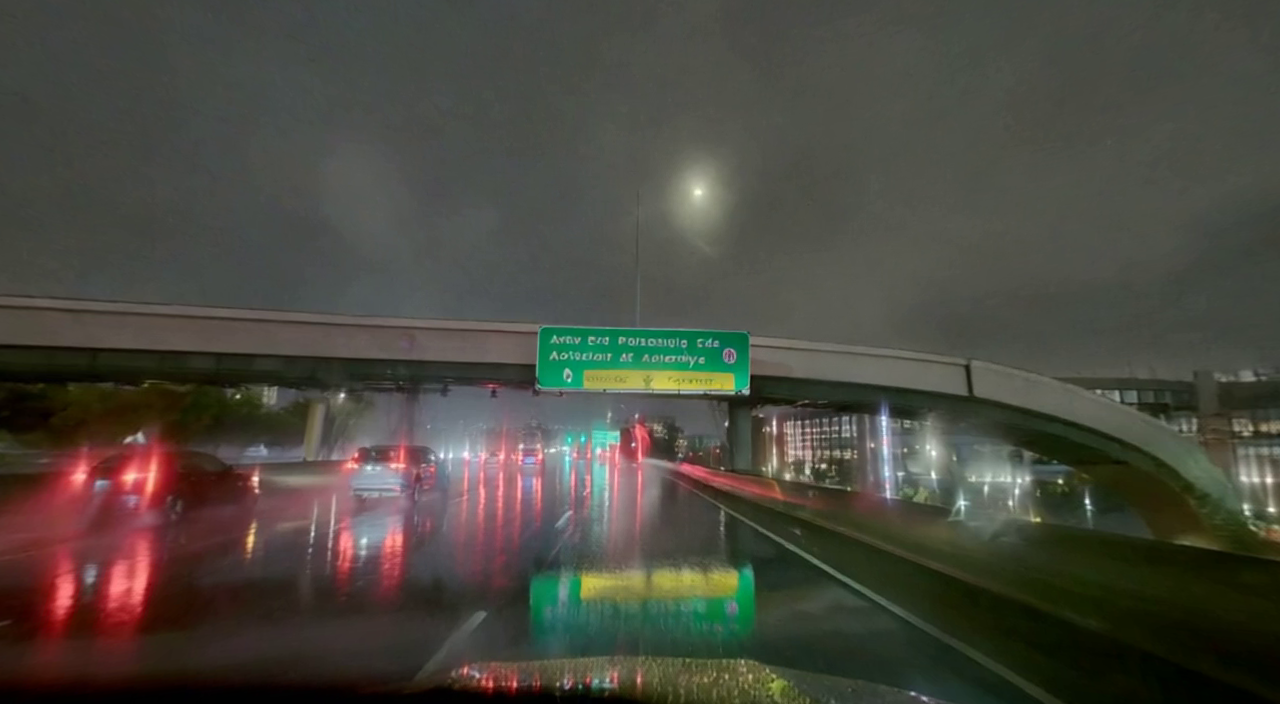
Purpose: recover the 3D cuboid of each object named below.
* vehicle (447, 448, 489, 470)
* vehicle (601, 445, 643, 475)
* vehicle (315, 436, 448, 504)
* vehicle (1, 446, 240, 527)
[{"bbox_3d":[-11.999,7.487,44.185,1.861,1.466,4.233,0,-9,-3],"label":"vehicle"},{"bbox_3d":[-1.014,5.836,34.352,2.110,1.501,4.319,0,-9,-2],"label":"vehicle"},{"bbox_3d":[-7.299,3.351,18.347,2.065,1.689,4.399,0,-9,-1],"label":"vehicle"},{"bbox_3d":[-11.066,2.832,13.874,1.936,1.501,3.900,0,-9,-1],"label":"vehicle"}]
